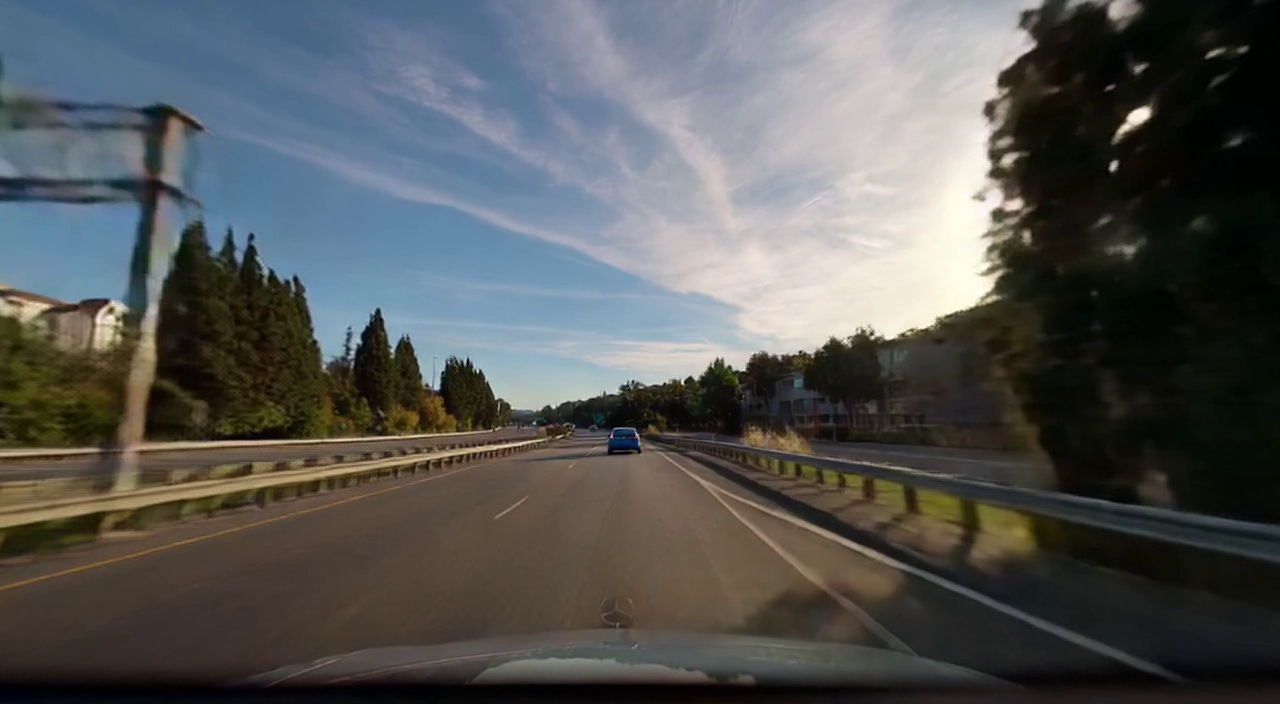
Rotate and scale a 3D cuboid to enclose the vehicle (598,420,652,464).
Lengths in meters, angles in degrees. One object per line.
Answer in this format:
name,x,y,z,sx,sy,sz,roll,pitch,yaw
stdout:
vehicle,-0.625,3.652,25.831,2.020,1.633,3.942,0,-7,-2
